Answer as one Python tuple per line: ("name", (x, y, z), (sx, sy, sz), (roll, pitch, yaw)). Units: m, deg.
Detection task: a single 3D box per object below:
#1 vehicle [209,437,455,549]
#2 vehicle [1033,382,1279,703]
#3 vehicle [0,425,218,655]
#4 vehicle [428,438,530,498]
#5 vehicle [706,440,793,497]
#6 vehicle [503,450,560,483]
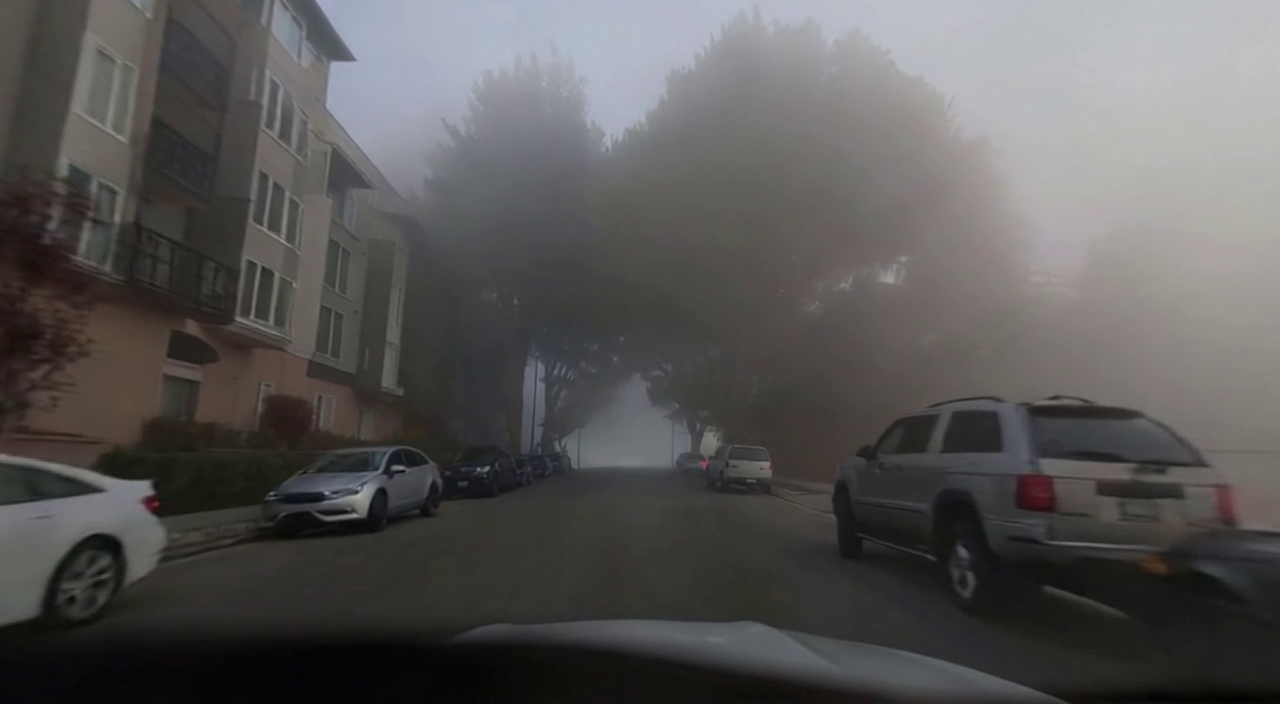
("vehicle", (-5.938, 2.753, 13.266), (2.431, 1.718, 5.431), (-3, -8, 0))
("vehicle", (3.593, 0.808, 1.593), (1.988, 1.652, 5.017), (0, -8, 0))
("vehicle", (-5.617, 1.309, 4.039), (2.256, 1.590, 5.488), (-2, -8, -2))
("vehicle", (-5.877, 4.296, 23.922), (2.499, 2.008, 5.293), (0, -8, 0))
("vehicle", (3.832, 4.179, 23.133), (2.137, 1.848, 4.953), (0, -8, -2))
("vehicle", (-5.800, 6.182, 34.476), (2.328, 1.610, 5.161), (0, -8, -1))
